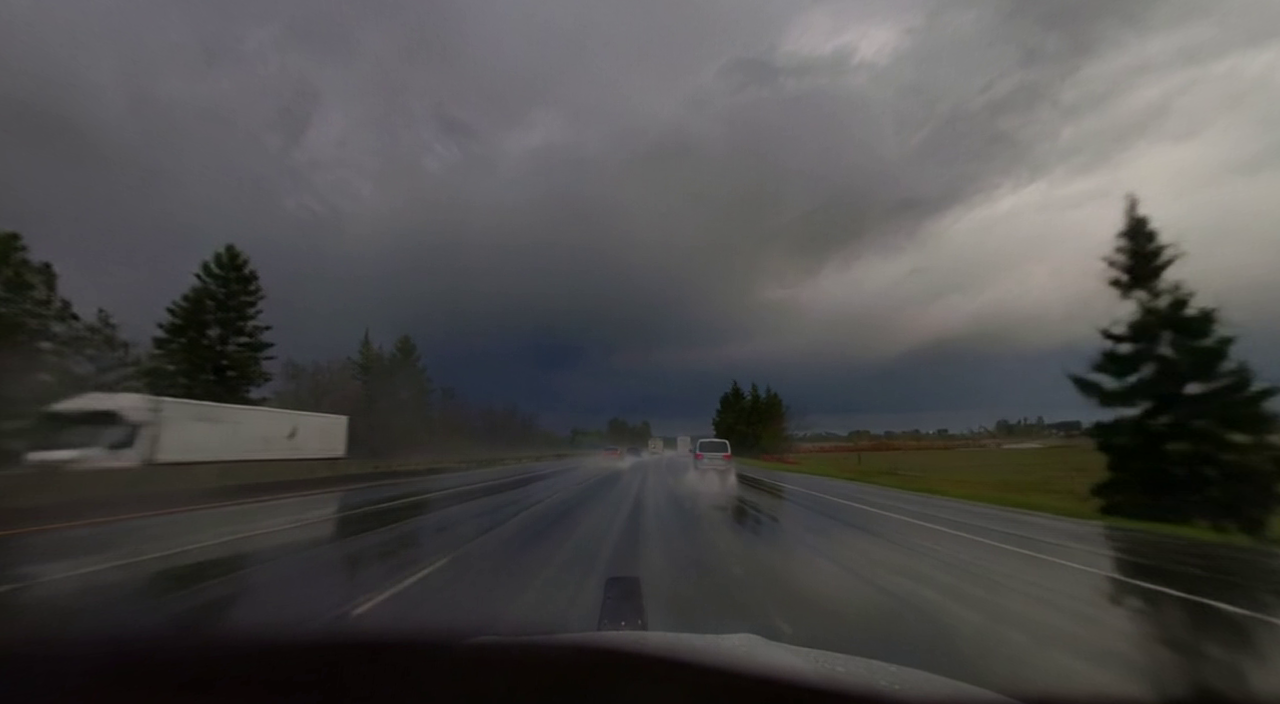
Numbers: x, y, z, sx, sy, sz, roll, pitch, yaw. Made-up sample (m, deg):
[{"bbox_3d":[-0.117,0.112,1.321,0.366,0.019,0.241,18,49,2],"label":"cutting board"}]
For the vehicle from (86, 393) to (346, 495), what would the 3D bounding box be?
[{"bbox_3d":[-19.987,4.723,31.923,2.877,3.982,14.343,0,-9,1],"label":"vehicle"}]

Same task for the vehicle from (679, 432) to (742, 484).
[{"bbox_3d":[2.936,4.575,27.363,2.219,2.033,4.911,0,-9,1],"label":"vehicle"}]

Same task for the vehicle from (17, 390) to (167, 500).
[{"bbox_3d":[-20.202,3.448,23.417,2.917,3.843,2.501,0,-9,1],"label":"vehicle"}]
